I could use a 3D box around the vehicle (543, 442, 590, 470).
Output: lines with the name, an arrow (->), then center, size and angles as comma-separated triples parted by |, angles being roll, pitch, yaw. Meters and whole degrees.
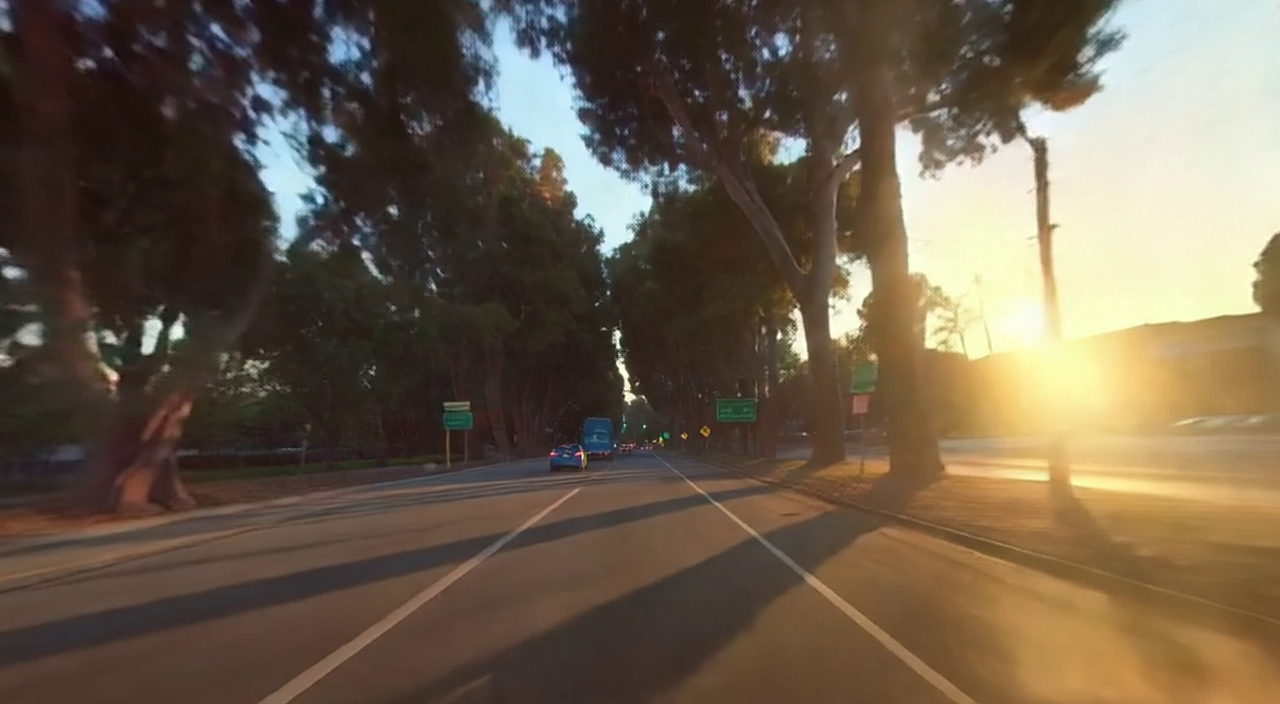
vehicle -> -3.959, 5.696, 34.757 | 2.005, 1.462, 4.345 | 0, -8, 1
